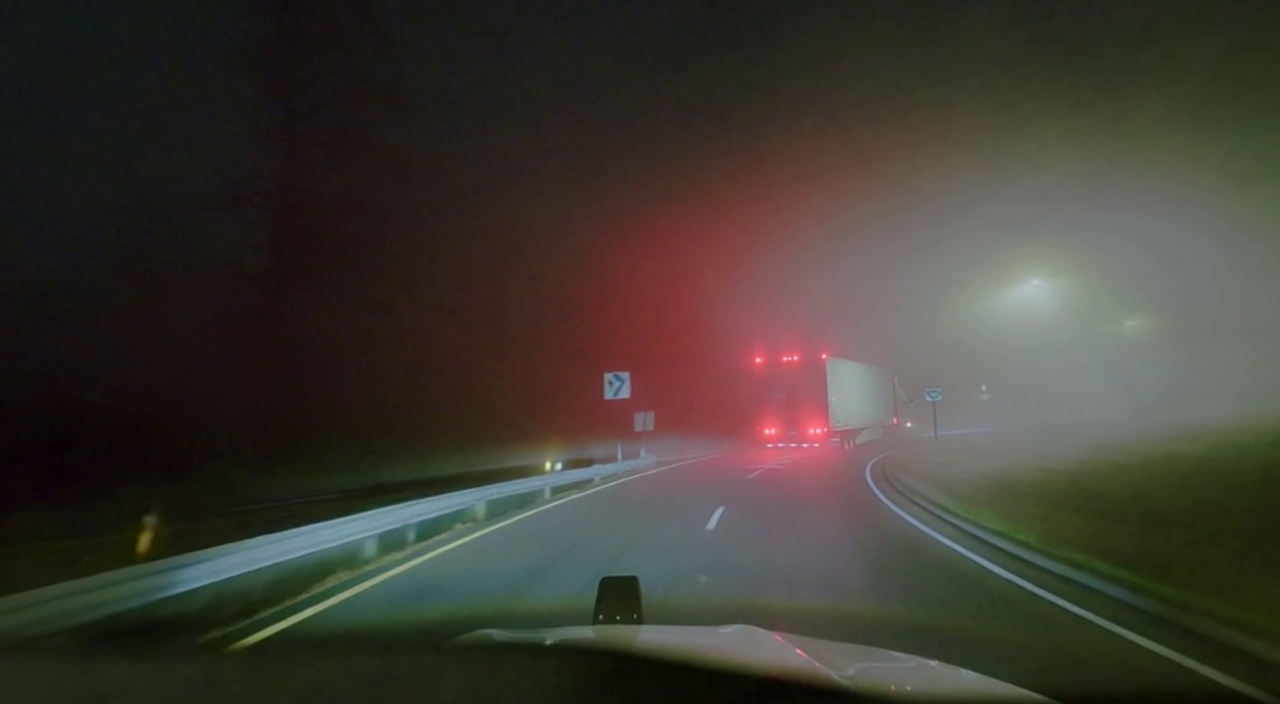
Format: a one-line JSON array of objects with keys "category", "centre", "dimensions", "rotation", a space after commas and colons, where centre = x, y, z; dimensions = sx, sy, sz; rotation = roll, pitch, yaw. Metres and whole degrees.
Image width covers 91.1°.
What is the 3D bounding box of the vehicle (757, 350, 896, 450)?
[{"category": "vehicle", "centre": [8.839, 2.479, 28.554], "dimensions": [2.837, 3.712, 10.484], "rotation": [-6, -10, 34]}]
